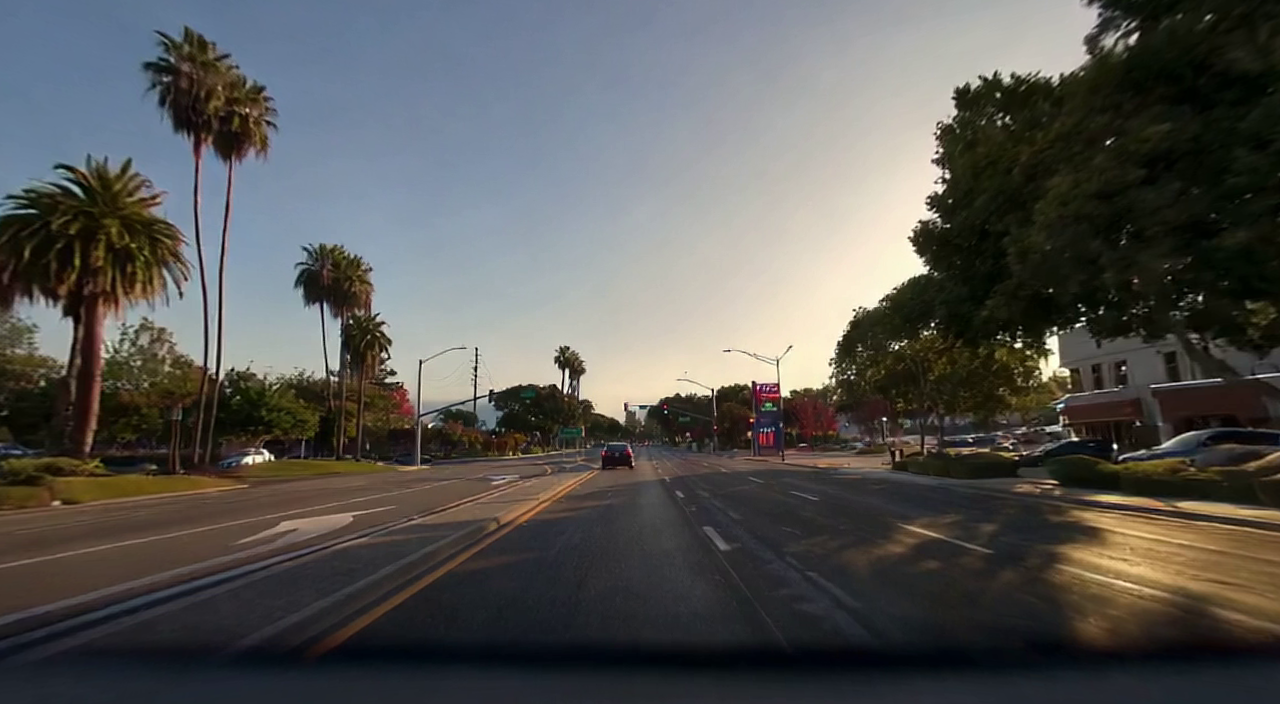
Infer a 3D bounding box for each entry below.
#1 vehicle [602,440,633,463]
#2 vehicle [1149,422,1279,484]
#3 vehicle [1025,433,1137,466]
[{"bbox_3d":[-1.734,7.471,47.513,1.990,1.639,3.885,1,-9,-6],"label":"vehicle"},{"bbox_3d":[20.184,3.304,20.836,5.001,1.916,2.106,0,-9,-4],"label":"vehicle"},{"bbox_3d":[25.514,5.639,36.643,4.918,1.814,2.014,0,-9,0],"label":"vehicle"}]
